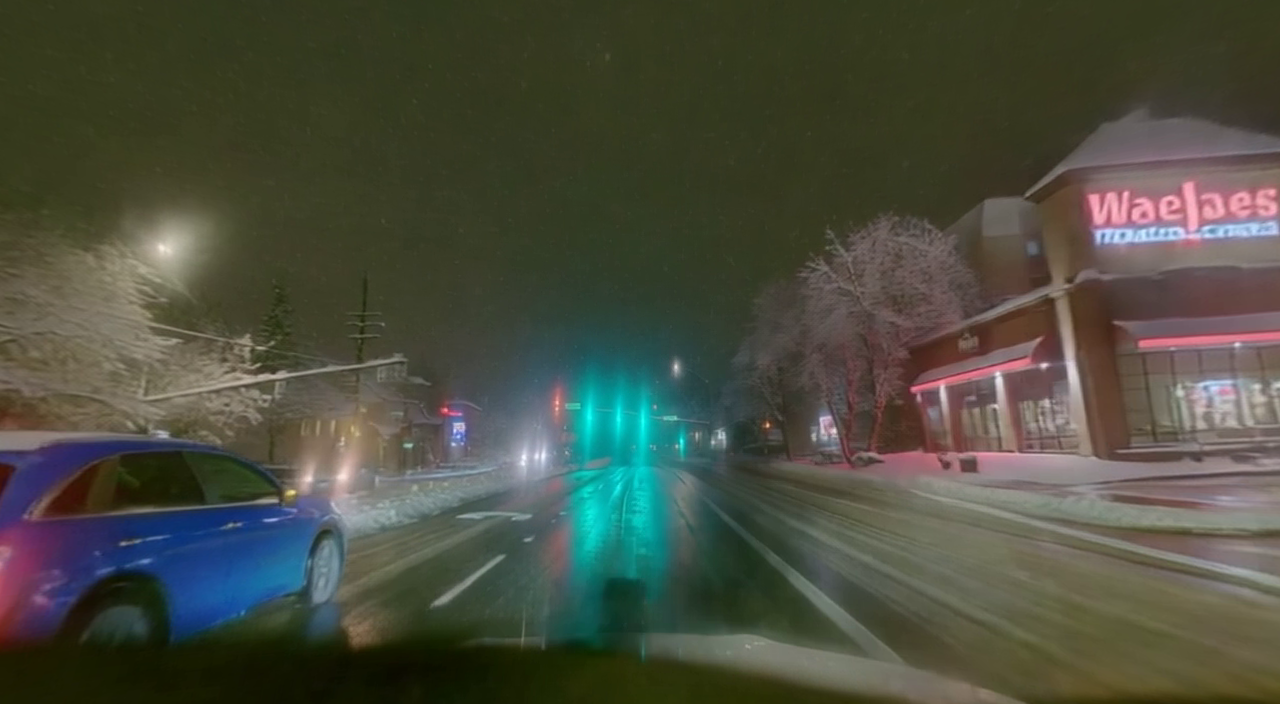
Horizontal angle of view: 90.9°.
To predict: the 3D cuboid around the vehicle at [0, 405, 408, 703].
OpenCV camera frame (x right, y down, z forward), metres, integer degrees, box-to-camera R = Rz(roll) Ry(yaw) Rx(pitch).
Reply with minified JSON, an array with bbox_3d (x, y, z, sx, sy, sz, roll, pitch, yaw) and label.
[{"bbox_3d":[-3.008,1.047,2.887,2.082,1.460,4.636,0,-8,1],"label":"vehicle"}]
